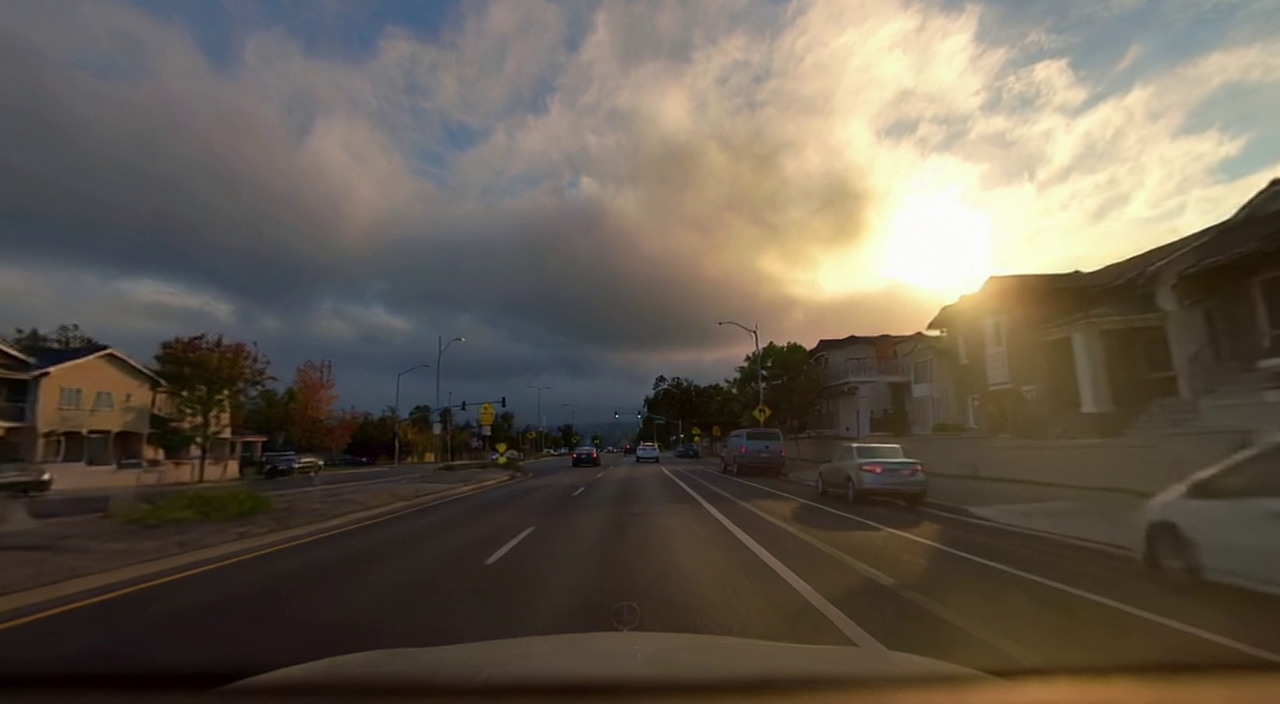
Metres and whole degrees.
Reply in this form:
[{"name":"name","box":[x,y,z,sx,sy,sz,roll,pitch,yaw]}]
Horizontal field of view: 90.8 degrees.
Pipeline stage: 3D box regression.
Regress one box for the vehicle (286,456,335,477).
[{"name":"vehicle","box":[-25.958,9.037,49.879,1.796,1.511,3.879,0,-9,0]}]

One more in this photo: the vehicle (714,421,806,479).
[{"name":"vehicle","box":[5.444,4.650,30.174,2.763,2.329,7.864,-1,-8,0]}]

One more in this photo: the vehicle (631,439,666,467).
[{"name":"vehicle","box":[0.543,7.085,44.543,2.273,1.851,5.075,0,-9,-1]}]

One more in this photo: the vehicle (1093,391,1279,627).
[{"name":"vehicle","box":[5.810,1.125,4.390,2.020,1.762,4.559,-1,-9,2]}]

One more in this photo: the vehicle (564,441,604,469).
[{"name":"vehicle","box":[-3.719,6.926,42.656,2.233,1.775,4.491,0,-9,1]}]

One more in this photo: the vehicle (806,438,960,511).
[{"name":"vehicle","box":[5.772,2.941,15.711,1.910,1.520,4.375,0,-9,-3]}]
